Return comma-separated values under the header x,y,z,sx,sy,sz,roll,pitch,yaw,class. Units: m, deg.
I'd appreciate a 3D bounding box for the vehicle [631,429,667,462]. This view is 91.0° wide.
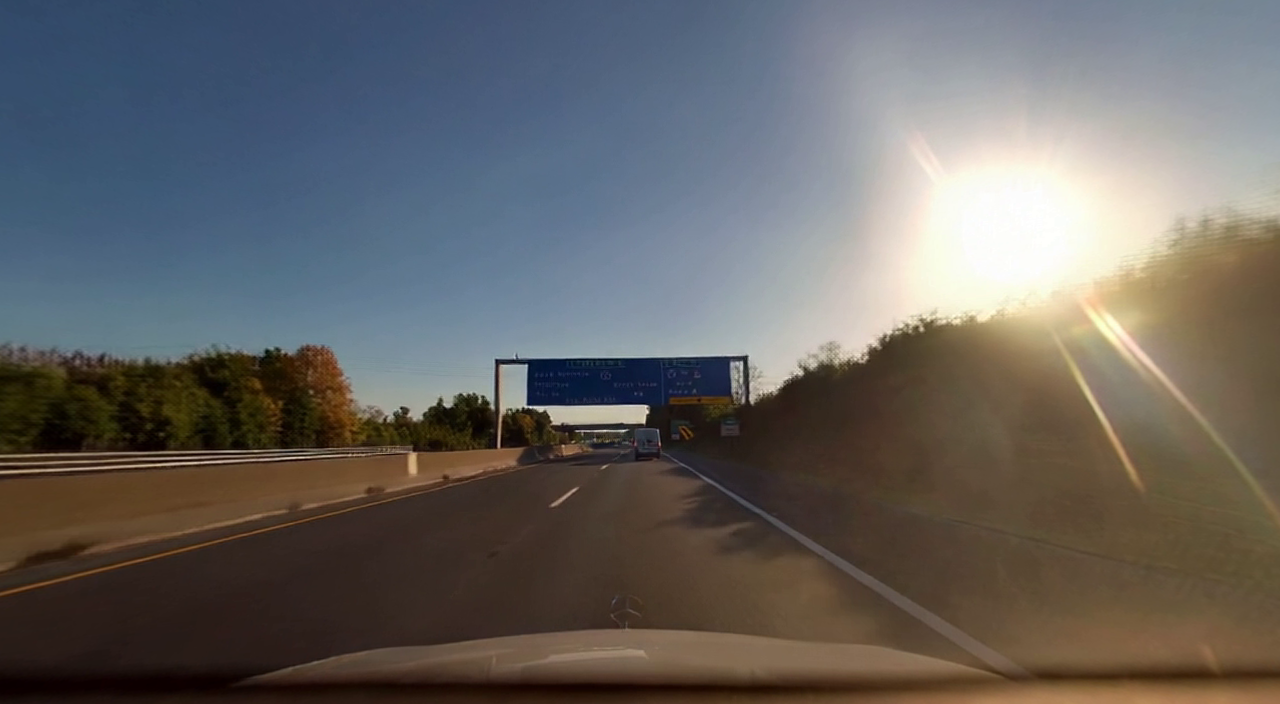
x,y,z,sx,sy,sz,roll,pitch,yaw,class
0.639,6.317,42.605,2.277,2.109,4.922,0,-8,1,vehicle
